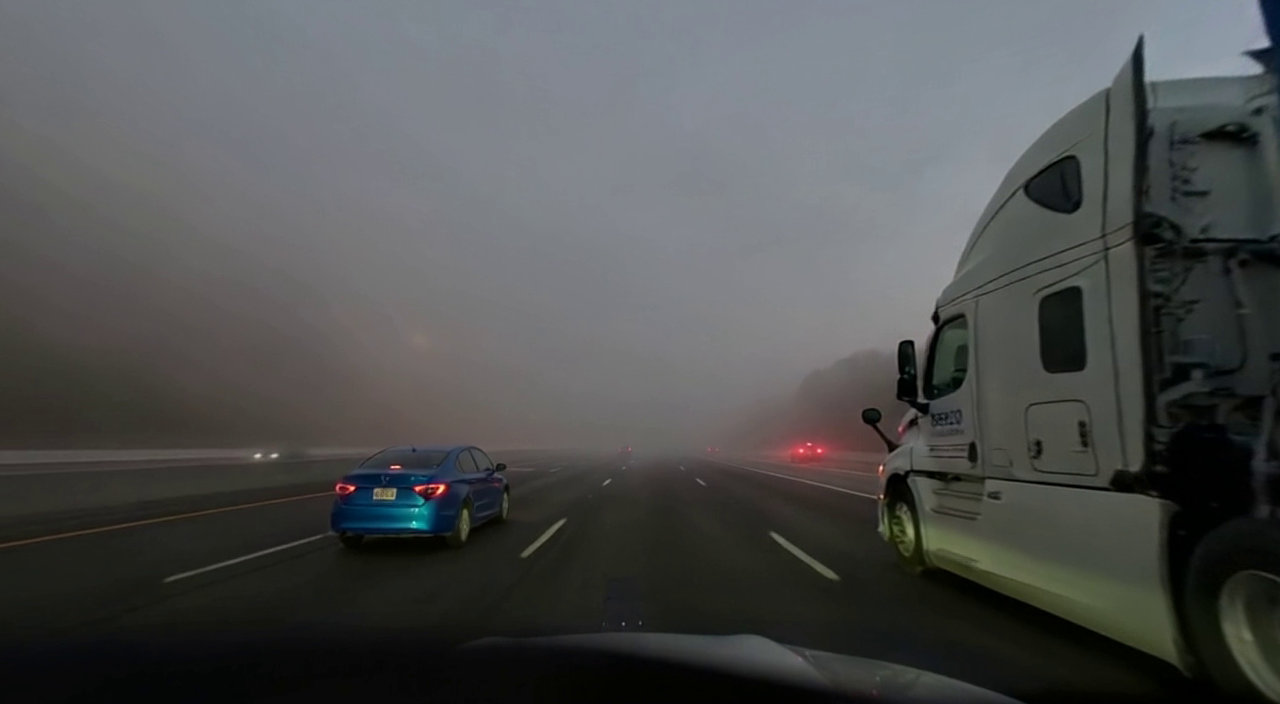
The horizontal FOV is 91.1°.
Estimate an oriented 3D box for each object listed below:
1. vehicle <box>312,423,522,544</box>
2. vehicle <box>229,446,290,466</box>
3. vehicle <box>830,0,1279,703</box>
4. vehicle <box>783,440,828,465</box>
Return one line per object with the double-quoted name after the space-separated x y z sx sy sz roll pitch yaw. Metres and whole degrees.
-3.369 2.060 10.446 1.967 1.615 3.886 0 -8 2 "vehicle"
-28.783 7.841 47.618 1.750 1.449 4.382 0 -8 1 "vehicle"
4.059 0.020 3.938 3.277 3.871 7.882 0 -9 1 "vehicle"
12.107 7.366 46.225 2.062 1.736 4.589 0 -8 0 "vehicle"
